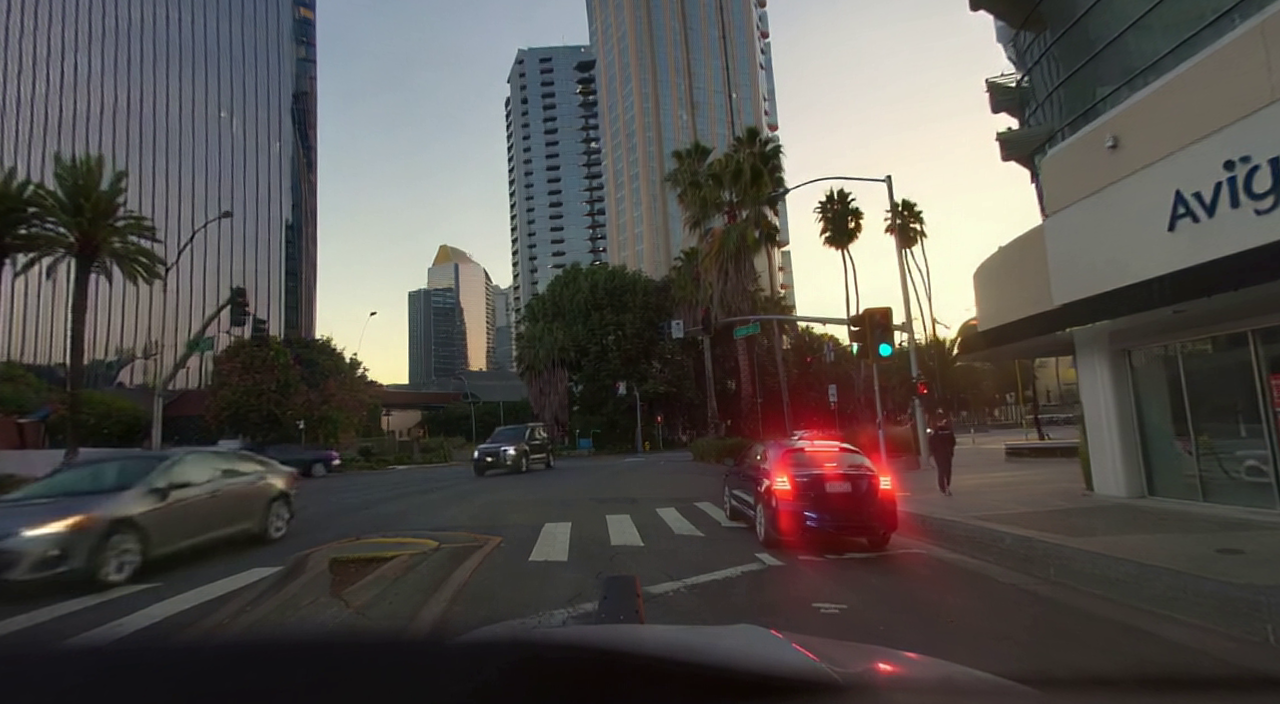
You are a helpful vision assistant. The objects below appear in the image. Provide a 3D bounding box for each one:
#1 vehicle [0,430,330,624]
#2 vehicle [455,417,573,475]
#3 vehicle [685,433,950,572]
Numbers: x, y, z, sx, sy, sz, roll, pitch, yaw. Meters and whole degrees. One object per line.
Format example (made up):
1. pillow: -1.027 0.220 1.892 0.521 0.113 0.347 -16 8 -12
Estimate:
1. vehicle: -5.628 1.678 7.124 2.052 1.478 4.395 0 -8 0
2. vehicle: -4.692 3.673 24.733 2.190 1.964 5.614 -3 -9 15
3. vehicle: 2.122 1.970 9.265 2.090 1.466 4.676 1 -8 -6
